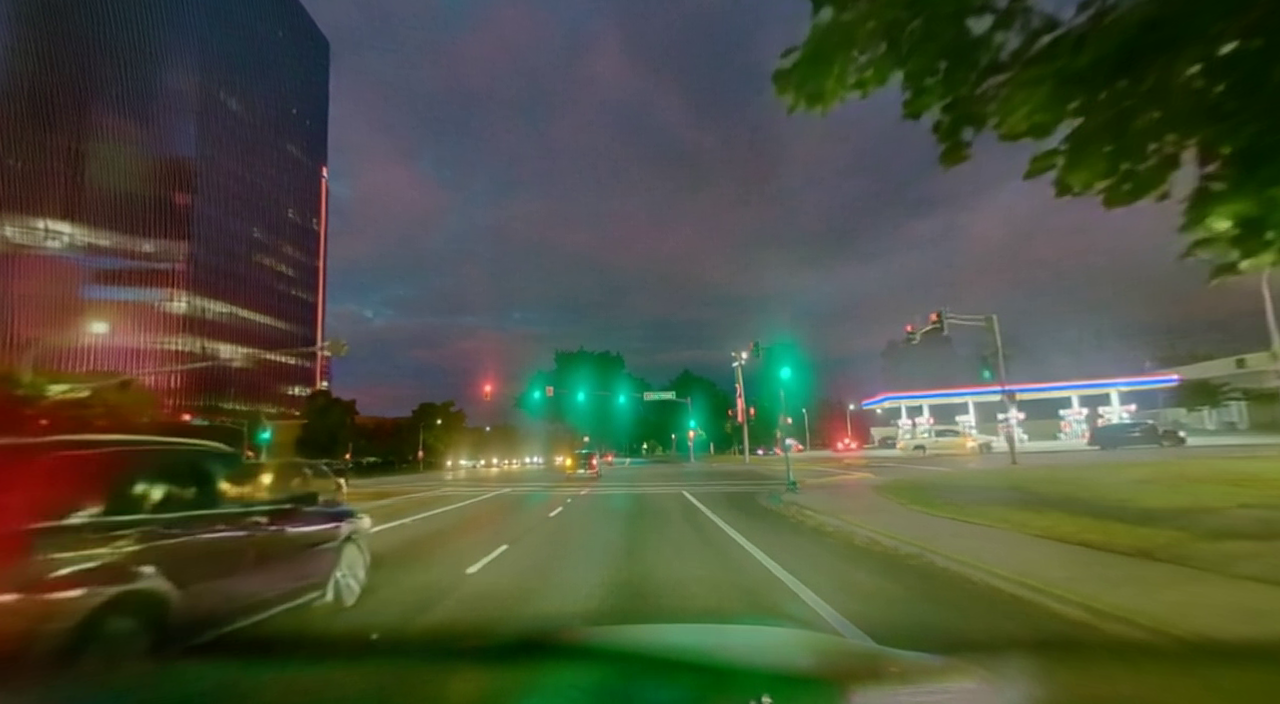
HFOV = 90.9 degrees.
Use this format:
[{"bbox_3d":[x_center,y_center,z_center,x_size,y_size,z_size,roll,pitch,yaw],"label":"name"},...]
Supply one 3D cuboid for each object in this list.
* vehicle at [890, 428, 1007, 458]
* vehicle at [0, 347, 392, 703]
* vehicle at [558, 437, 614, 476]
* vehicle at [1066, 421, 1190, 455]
[{"bbox_3d":[17.395,5.190,35.897,5.708,1.585,2.070,-4,-8,20],"label":"vehicle"},{"bbox_3d":[-3.402,1.049,3.550,2.183,1.731,4.338,-1,-8,1],"label":"vehicle"},{"bbox_3d":[-3.081,6.160,37.546,2.602,2.091,6.347,-1,-8,1],"label":"vehicle"},{"bbox_3d":[25.507,4.526,33.135,4.700,1.579,1.823,-5,-8,19],"label":"vehicle"}]
